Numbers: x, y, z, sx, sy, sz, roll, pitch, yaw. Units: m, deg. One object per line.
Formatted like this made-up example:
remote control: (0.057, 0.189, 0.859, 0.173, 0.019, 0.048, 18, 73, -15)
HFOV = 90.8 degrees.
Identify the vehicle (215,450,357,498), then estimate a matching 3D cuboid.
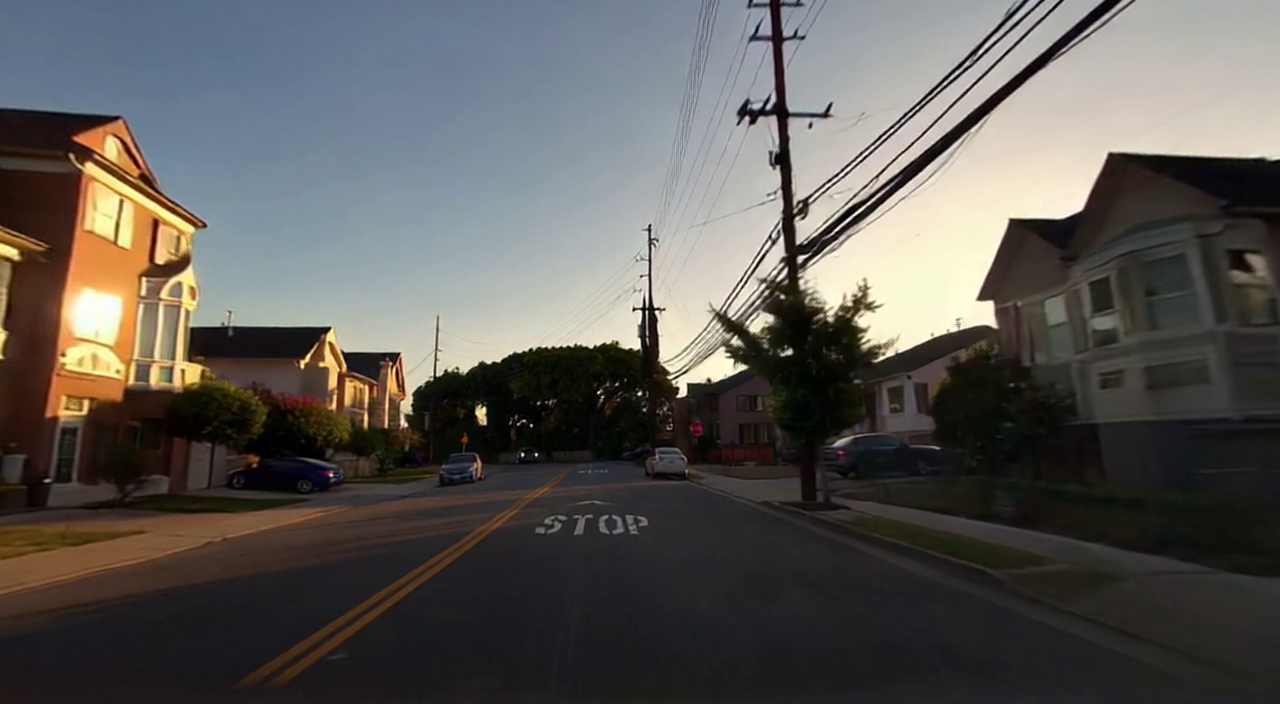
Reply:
vehicle: (-13.552, 4.659, 24.392, 4.266, 1.674, 1.933, 0, -8, -4)

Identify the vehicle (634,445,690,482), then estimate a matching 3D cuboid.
vehicle: (0.924, 5.055, 29.043, 2.080, 1.531, 4.415, 0, -8, -4)

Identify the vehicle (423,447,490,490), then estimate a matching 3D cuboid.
vehicle: (-8.930, 5.641, 31.145, 2.156, 1.728, 4.619, -2, -7, -3)
